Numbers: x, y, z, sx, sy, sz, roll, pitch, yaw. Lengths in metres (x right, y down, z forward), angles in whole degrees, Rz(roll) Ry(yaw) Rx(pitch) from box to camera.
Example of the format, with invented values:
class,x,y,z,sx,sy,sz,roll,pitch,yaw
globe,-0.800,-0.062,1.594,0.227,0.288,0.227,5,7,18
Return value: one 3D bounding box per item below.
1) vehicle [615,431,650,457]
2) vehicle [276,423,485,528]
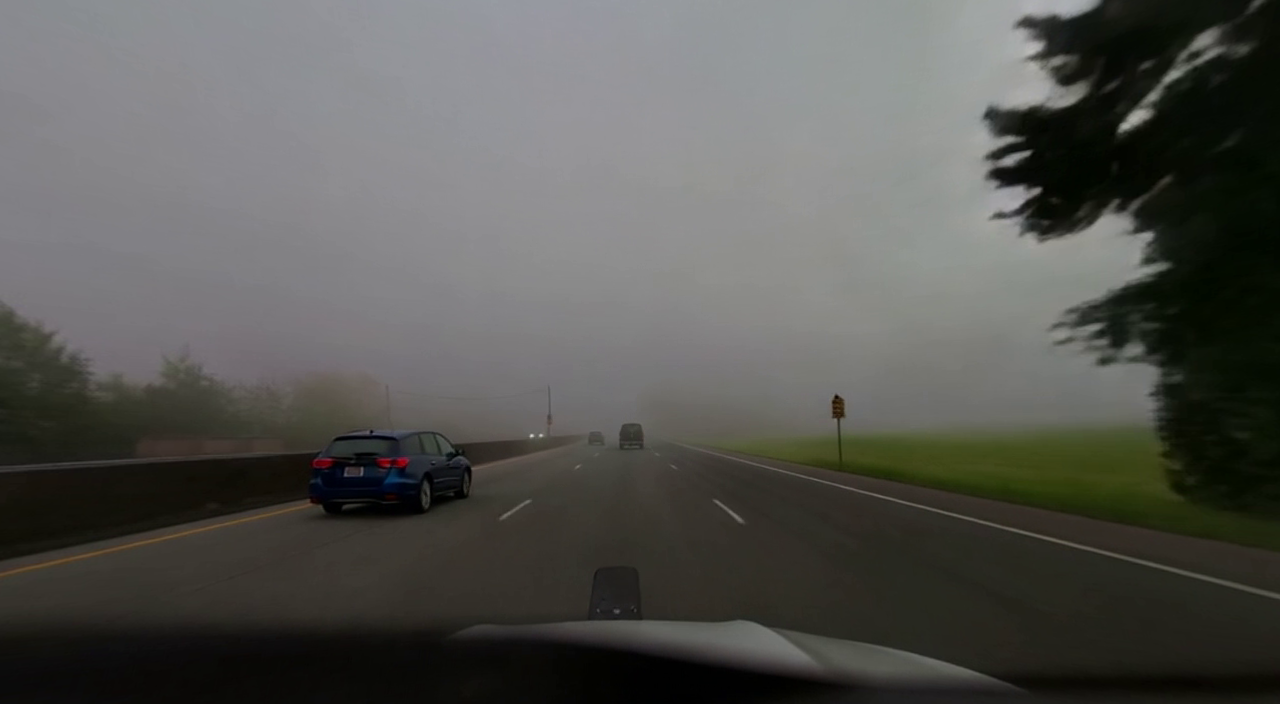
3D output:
class,x,y,z,sx,sy,sz,roll,pitch,yaw
vehicle,-0.508,5.955,40.916,2.162,1.616,4.242,0,-8,-1
vehicle,-4.203,2.037,11.052,1.931,1.483,4.105,0,-8,0
